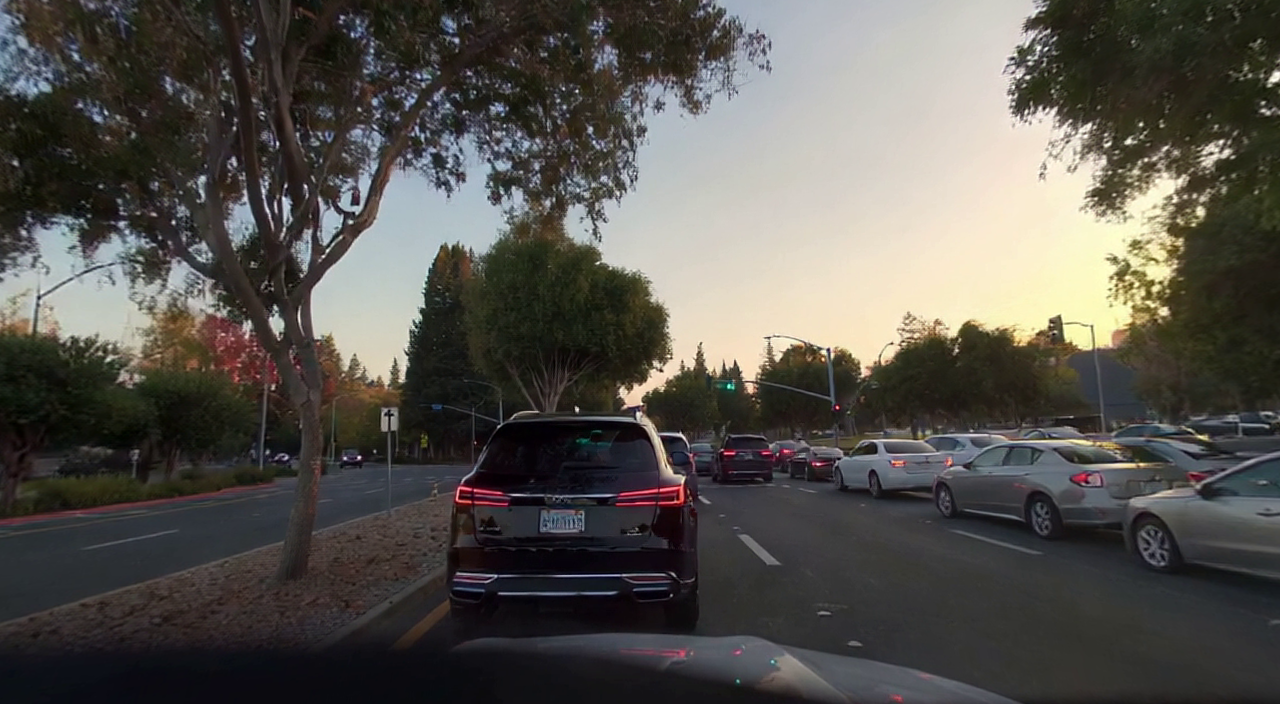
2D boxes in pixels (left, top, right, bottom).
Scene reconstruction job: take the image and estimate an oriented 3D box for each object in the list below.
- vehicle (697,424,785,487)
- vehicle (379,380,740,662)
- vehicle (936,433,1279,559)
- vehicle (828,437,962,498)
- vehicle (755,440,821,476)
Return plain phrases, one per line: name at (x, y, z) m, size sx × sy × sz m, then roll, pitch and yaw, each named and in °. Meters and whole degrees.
vehicle at (3.357, 3.579, 22.070) m, size 2.200 × 1.909 × 4.853 m, roll 0°, pitch -9°, yaw -1°
vehicle at (-0.441, 1.344, 6.077) m, size 2.201 × 1.709 × 4.271 m, roll 0°, pitch -9°, yaw 2°
vehicle at (6.576, 2.014, 9.668) m, size 1.894 × 1.445 × 4.565 m, roll 0°, pitch -9°, yaw 0°
vehicle at (6.956, 3.190, 17.823) m, size 1.890 × 1.489 × 4.415 m, roll 0°, pitch -9°, yaw -1°
vehicle at (6.636, 4.771, 28.806) m, size 1.917 × 1.489 × 4.625 m, roll 0°, pitch -9°, yaw 0°
